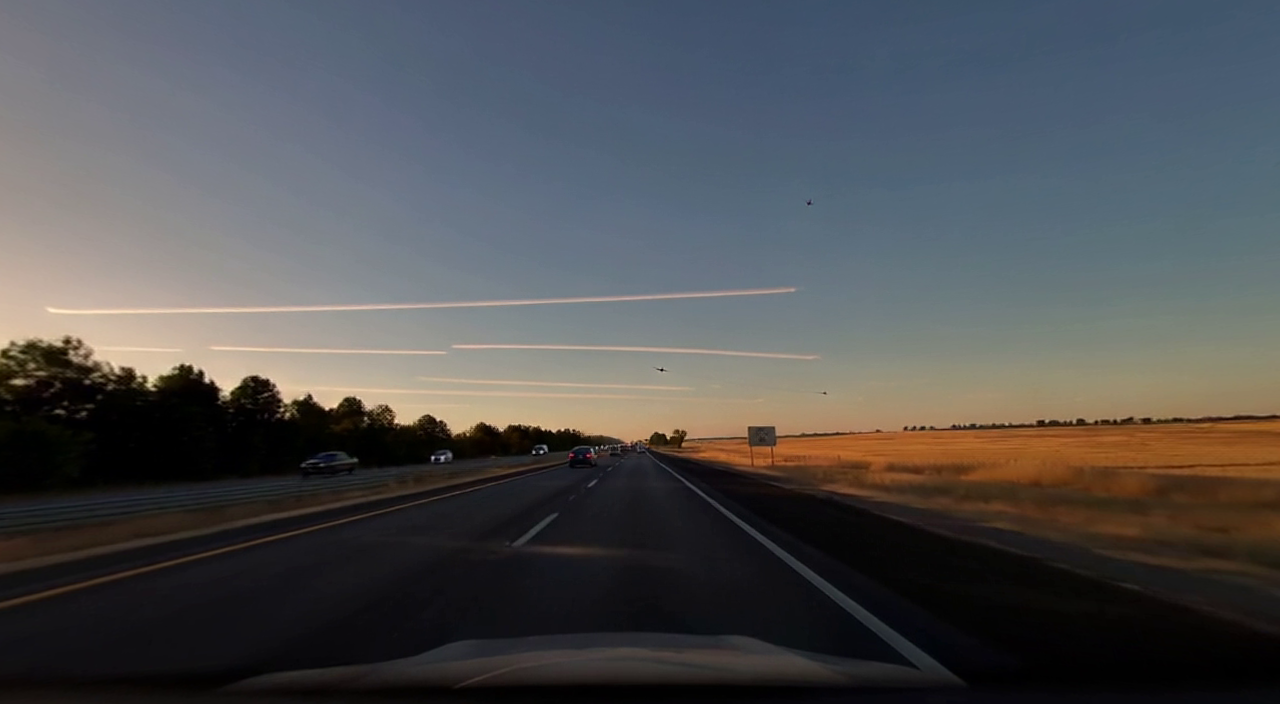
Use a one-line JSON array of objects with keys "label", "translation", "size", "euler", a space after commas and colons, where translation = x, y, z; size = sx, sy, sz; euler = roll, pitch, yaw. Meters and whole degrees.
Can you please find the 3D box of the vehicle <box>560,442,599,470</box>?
[{"label": "vehicle", "translation": [-3.975, 6.937, 42.184], "size": [2.132, 1.701, 4.303], "euler": [0, -9, 1]}]
